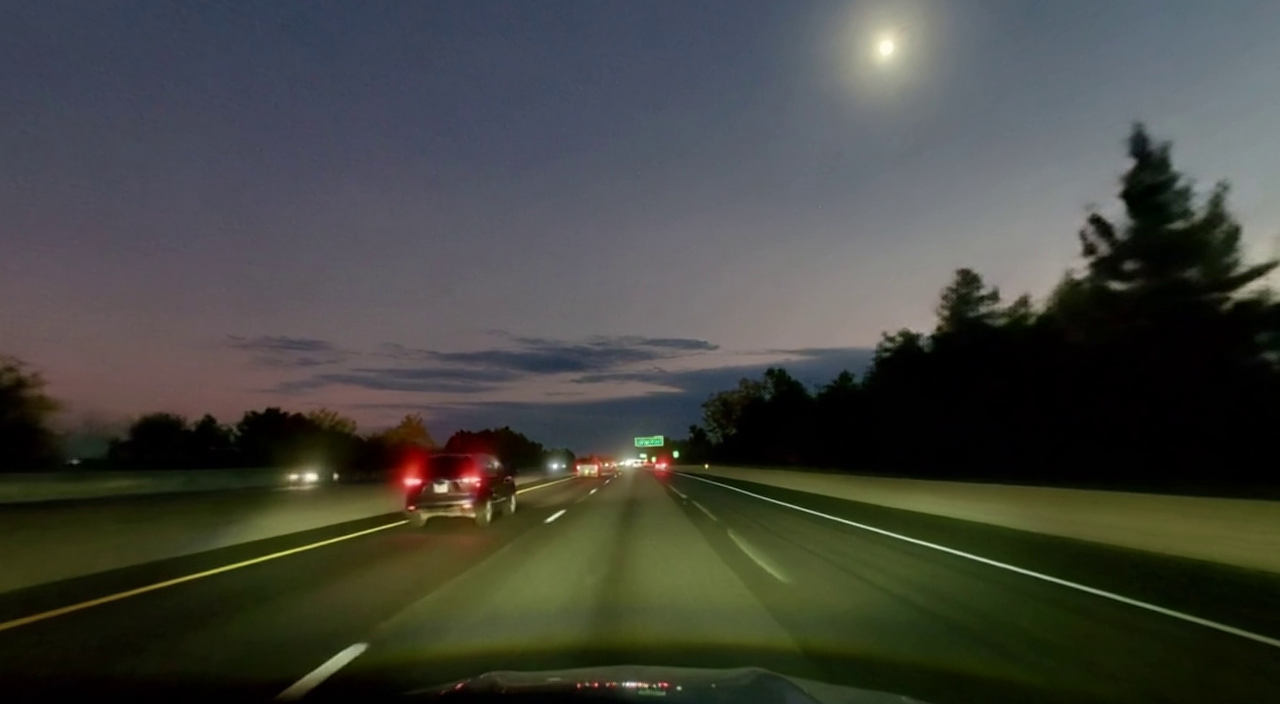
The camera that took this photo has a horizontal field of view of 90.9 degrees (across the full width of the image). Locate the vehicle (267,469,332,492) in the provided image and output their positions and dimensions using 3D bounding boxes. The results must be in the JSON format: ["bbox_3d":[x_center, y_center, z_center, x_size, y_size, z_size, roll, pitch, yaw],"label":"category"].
[{"bbox_3d":[-23.339,8.798,43.404,1.848,1.482,4.631,0,-10,1],"label":"vehicle"}]

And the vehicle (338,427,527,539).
[{"bbox_3d":[-3.977,2.676,13.230,2.272,1.873,4.832,1,-10,0],"label":"vehicle"}]

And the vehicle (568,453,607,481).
[{"bbox_3d":[-3.777,8.416,46.078,2.390,1.879,4.423,1,-10,0],"label":"vehicle"}]
